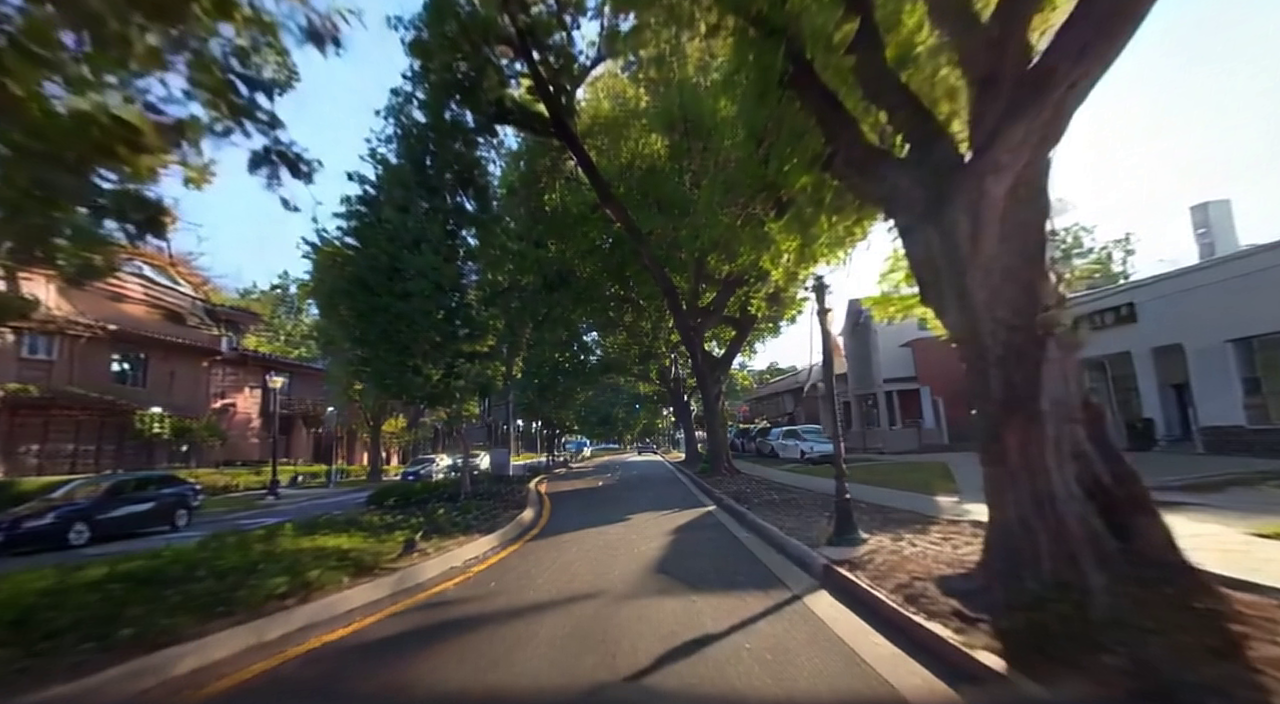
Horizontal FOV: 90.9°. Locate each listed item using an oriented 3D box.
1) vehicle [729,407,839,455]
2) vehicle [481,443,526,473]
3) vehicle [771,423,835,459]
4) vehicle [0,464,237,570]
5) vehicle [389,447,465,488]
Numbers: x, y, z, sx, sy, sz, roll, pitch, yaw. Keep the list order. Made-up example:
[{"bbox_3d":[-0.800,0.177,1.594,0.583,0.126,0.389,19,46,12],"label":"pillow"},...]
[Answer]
[{"bbox_3d":[8.760,4.909,38.585,6.019,2.672,2.563,-5,-10,27],"label":"vehicle"},{"bbox_3d":[-10.270,7.988,47.771,2.232,1.961,5.739,-3,-9,-2],"label":"vehicle"},{"bbox_3d":[8.566,4.755,33.603,1.999,1.753,4.995,0,-8,0],"label":"vehicle"},{"bbox_3d":[-10.220,2.980,12.146,1.892,1.484,4.576,0,-8,-1],"label":"vehicle"},{"bbox_3d":[-10.485,5.656,31.380,1.995,1.657,4.609,-6,-8,2],"label":"vehicle"}]
